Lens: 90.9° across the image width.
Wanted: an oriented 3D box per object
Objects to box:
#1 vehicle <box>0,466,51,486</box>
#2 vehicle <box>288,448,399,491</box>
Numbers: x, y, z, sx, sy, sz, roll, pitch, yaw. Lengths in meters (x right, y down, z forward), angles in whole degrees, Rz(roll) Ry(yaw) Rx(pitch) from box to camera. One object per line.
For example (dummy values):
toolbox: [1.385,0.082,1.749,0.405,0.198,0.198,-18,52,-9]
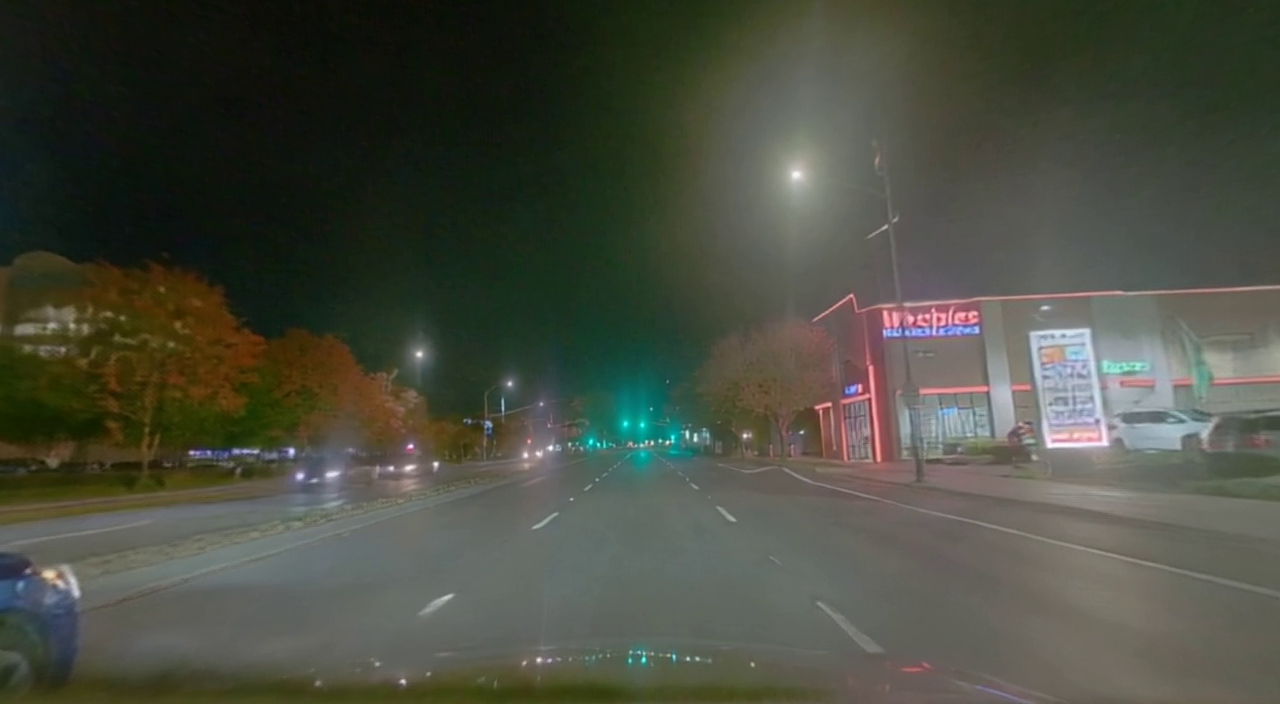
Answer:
vehicle: [-49.669,9.729,49.495,4.933,1.422,1.982,-1,-9,3]
vehicle: [-11.472,4.547,24.782,2.241,1.455,4.343,0,-8,0]
